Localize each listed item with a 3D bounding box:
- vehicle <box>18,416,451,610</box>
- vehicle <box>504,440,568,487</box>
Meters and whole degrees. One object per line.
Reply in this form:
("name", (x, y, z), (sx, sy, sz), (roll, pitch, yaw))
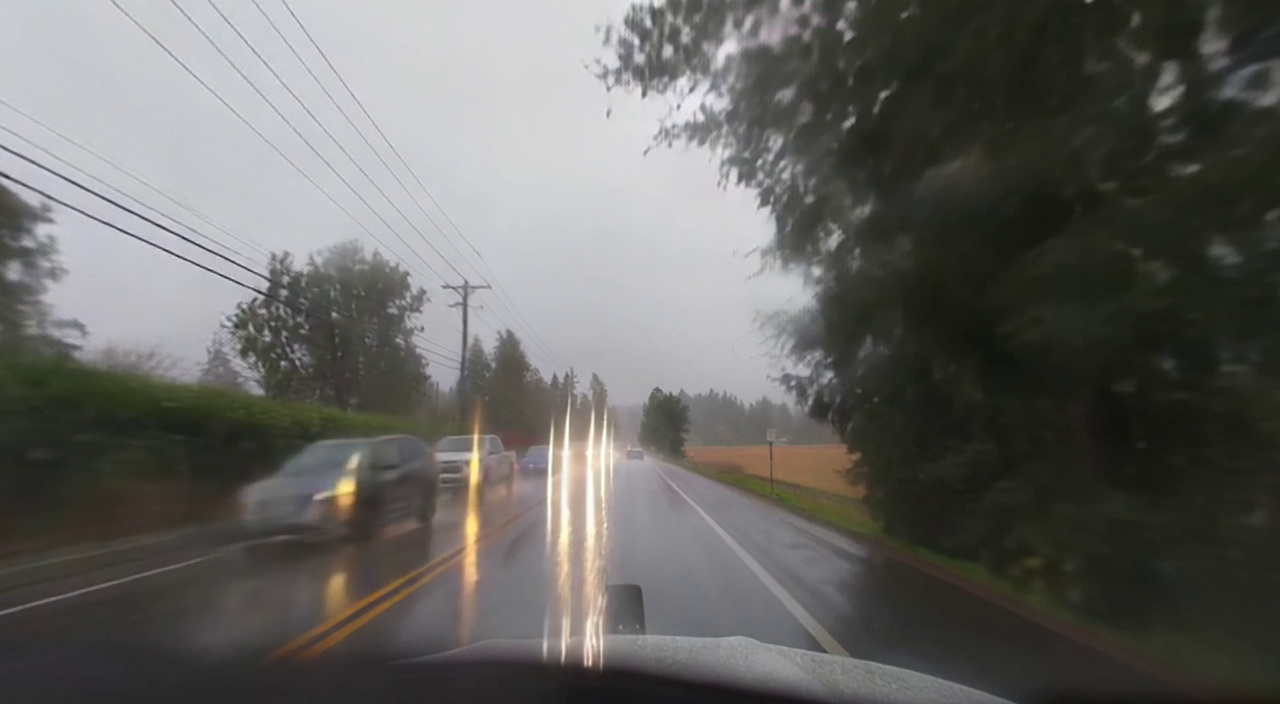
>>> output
("vehicle", (-4.583, 1.863, 8.620), (2.329, 1.690, 5.423), (-2, -8, 0))
("vehicle", (-4.338, 4.673, 26.989), (2.070, 1.665, 4.554), (-3, -8, -3))
